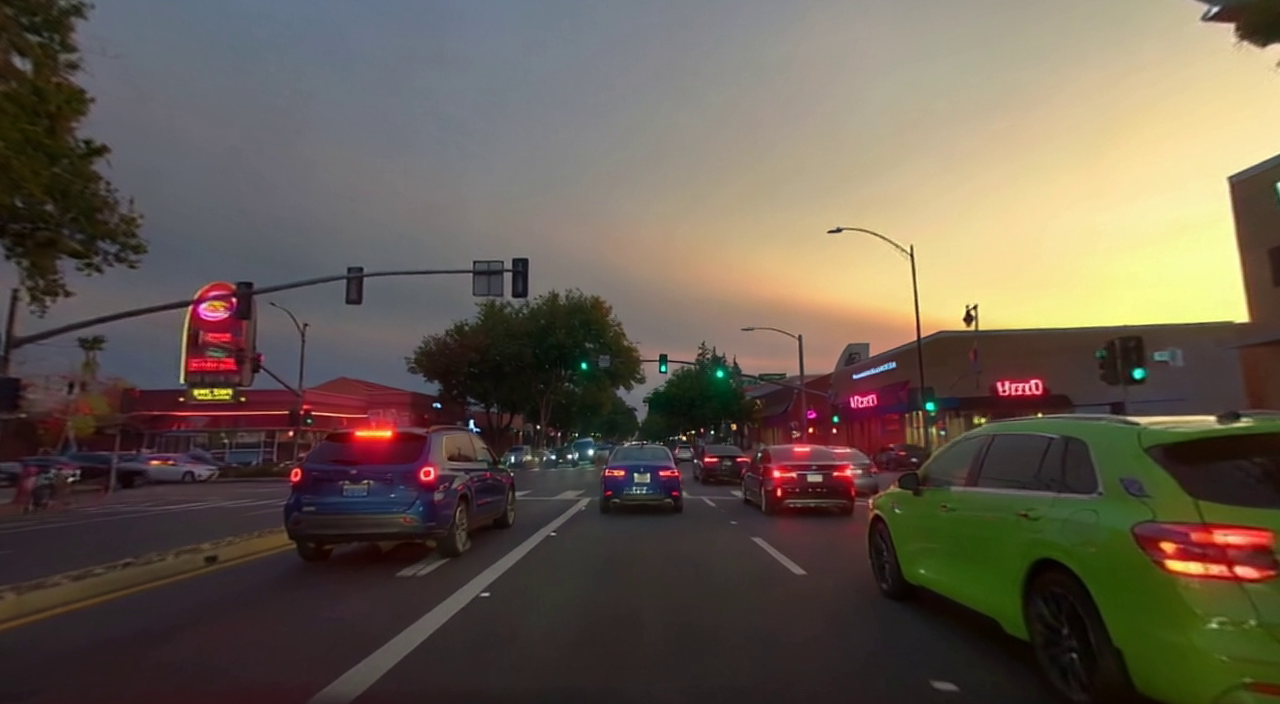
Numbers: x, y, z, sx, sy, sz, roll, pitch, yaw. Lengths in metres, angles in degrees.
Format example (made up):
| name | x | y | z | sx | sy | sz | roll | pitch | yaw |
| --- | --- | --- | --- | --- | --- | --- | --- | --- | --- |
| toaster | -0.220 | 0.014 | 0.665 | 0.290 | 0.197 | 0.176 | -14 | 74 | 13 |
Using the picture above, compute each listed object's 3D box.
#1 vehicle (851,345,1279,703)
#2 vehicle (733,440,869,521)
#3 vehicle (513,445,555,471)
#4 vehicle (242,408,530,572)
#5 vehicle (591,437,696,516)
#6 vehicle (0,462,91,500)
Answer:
| name | x | y | z | sx | sy | sz | roll | pitch | yaw |
| --- | --- | --- | --- | --- | --- | --- | --- | --- | --- |
| vehicle | 3.187 | 1.117 | 4.178 | 2.075 | 1.661 | 4.401 | 0 | -9 | 1 |
| vehicle | 3.363 | 2.752 | 14.087 | 1.865 | 1.496 | 4.170 | 0 | -9 | -1 |
| vehicle | -7.834 | 7.874 | 47.143 | 2.293 | 1.777 | 4.497 | 0 | -9 | 0 |
| vehicle | -3.291 | 1.920 | 9.564 | 2.257 | 1.823 | 4.777 | -1 | -9 | 1 |
| vehicle | 0.048 | 2.841 | 14.898 | 2.154 | 1.577 | 3.723 | 0 | -9 | -1 |
| vehicle | -27.195 | 5.642 | 27.773 | 4.098 | 1.497 | 1.934 | 4 | -9 | -24 |
